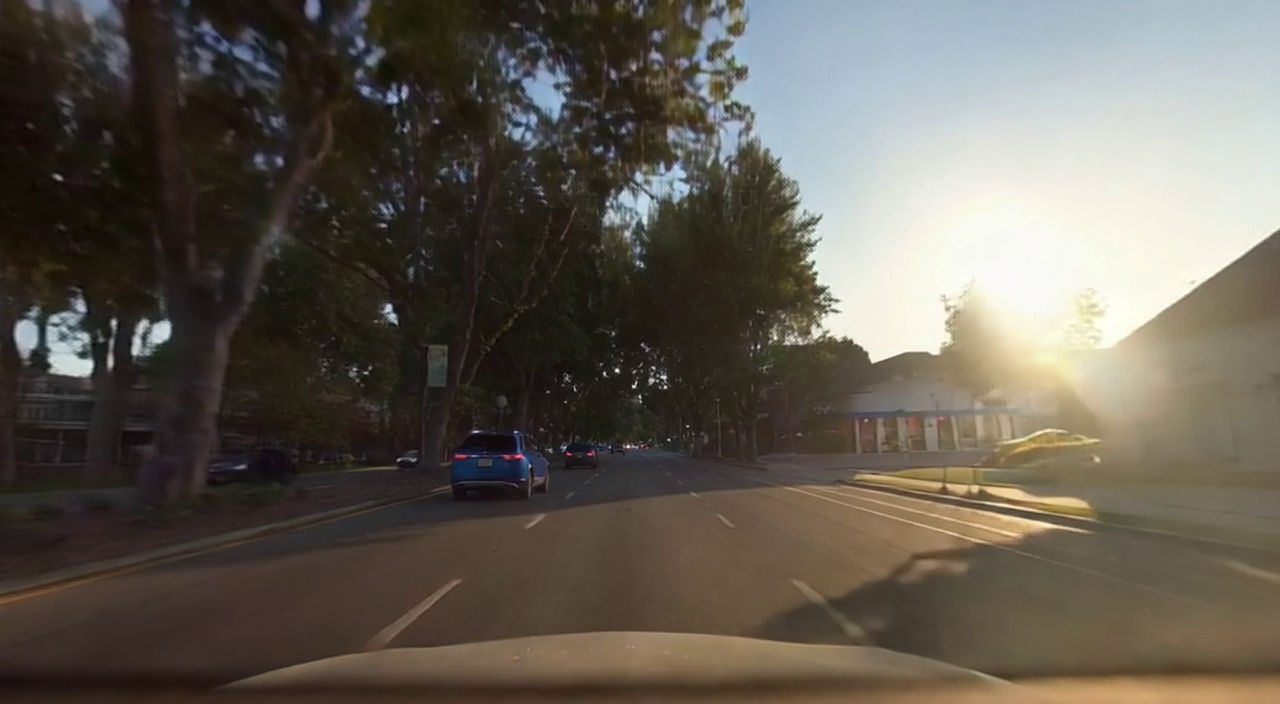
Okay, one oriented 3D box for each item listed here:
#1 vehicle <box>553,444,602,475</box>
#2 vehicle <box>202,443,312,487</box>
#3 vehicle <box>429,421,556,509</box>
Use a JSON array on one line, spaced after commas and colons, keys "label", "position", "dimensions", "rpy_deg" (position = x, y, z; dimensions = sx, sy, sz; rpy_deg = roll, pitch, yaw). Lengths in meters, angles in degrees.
[{"label": "vehicle", "position": [-3.149, 5.530, 32.783], "dimensions": [2.069, 1.470, 4.601], "rpy_deg": [0, -9, 0]}, {"label": "vehicle", "position": [-16.362, 4.819, 27.317], "dimensions": [1.963, 1.712, 4.436], "rpy_deg": [0, -9, 0]}, {"label": "vehicle", "position": [-3.354, 2.683, 15.372], "dimensions": [2.042, 1.817, 4.364], "rpy_deg": [0, -9, -1]}]
